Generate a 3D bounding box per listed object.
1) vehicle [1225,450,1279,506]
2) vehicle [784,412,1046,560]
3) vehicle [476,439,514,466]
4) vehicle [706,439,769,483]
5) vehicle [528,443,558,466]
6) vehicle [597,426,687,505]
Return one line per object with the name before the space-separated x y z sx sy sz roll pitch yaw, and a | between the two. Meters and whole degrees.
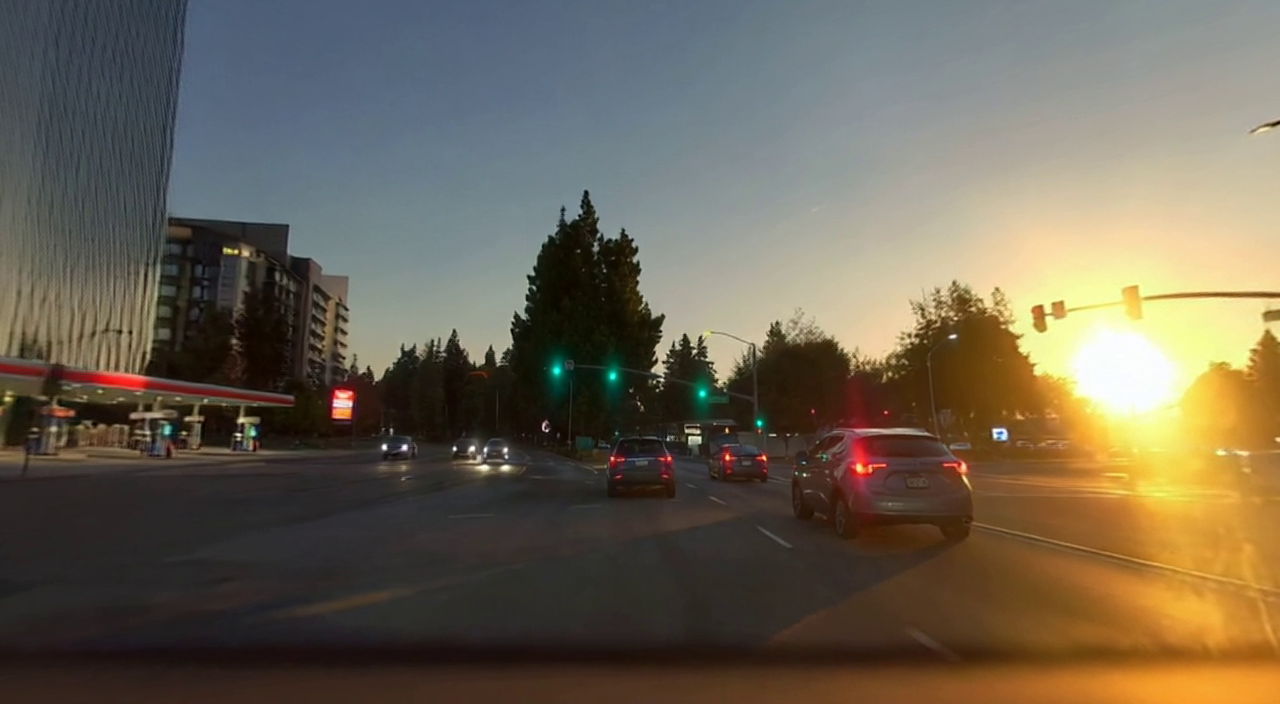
vehicle | 18.975 3.662 18.674 2.057 1.473 4.462 -7 -11 40
vehicle | 3.762 1.904 9.653 2.000 1.745 4.206 0 -8 -2
vehicle | -9.722 6.749 42.446 1.992 1.755 4.283 1 -8 -7
vehicle | 3.797 4.303 25.085 1.800 1.592 3.658 0 -8 -2
vehicle | -6.865 7.236 44.687 1.987 1.505 4.337 1 -8 -8
vehicle | 0.004 2.916 16.577 2.051 1.798 4.168 0 -8 -1
